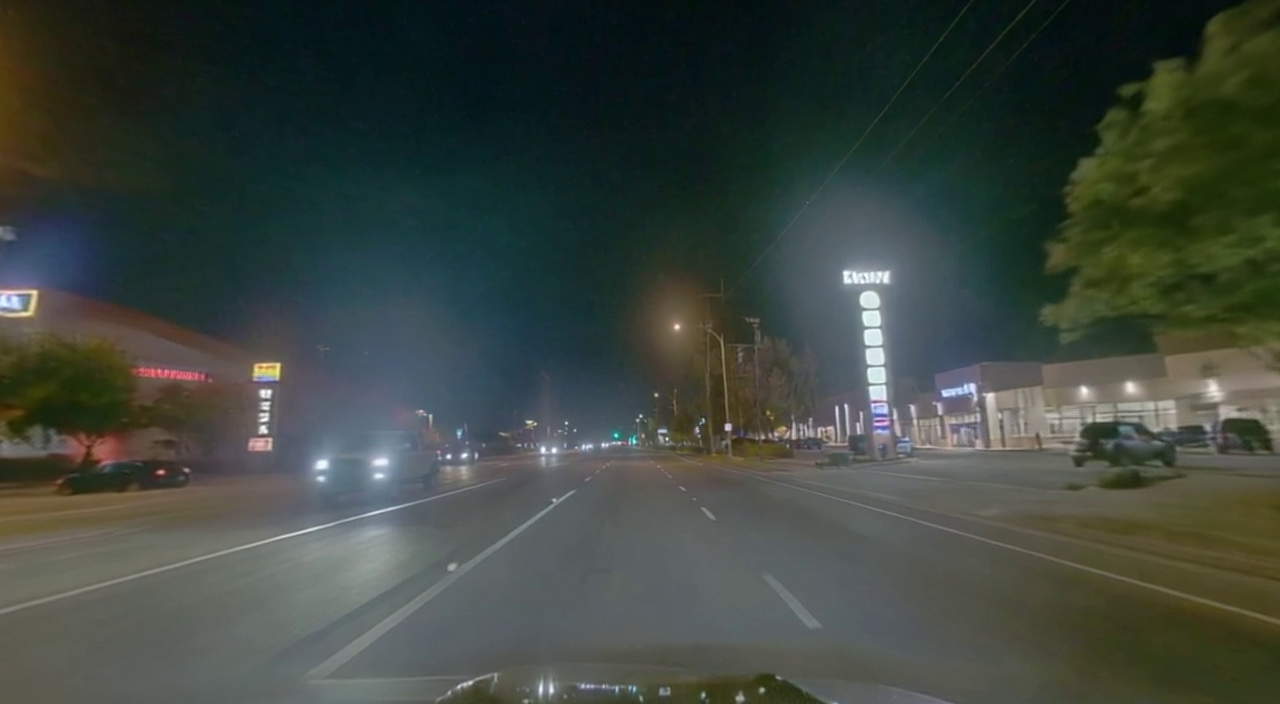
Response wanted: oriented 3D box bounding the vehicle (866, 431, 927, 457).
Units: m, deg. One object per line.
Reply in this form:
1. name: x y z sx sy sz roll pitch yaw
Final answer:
1. vehicle: 16.905 6.078 41.541 4.277 1.605 1.920 7 -11 -41

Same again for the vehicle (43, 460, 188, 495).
1. vehicle: -23.037 5.505 27.888 4.578 1.448 1.904 0 -8 -2

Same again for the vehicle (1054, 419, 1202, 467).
1. vehicle: 16.801 3.132 21.760 4.647 1.514 1.891 4 -9 -23

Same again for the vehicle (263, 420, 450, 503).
1. vehicle: -7.457 2.982 17.678 2.452 1.905 6.188 0 -8 -1
